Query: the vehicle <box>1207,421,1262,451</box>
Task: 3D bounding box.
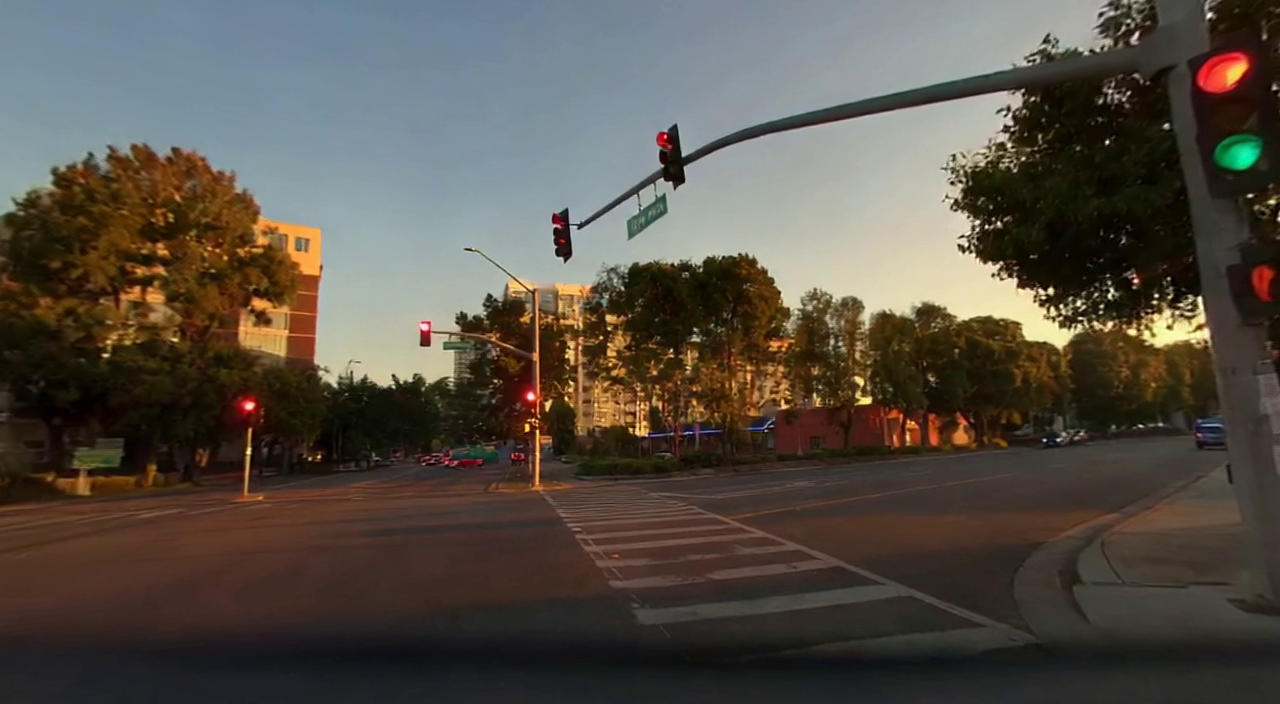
[{"bbox_3d":[40.731,5.785,43.218,5.049,1.896,2.194,8,-12,-42],"label":"vehicle"}]
